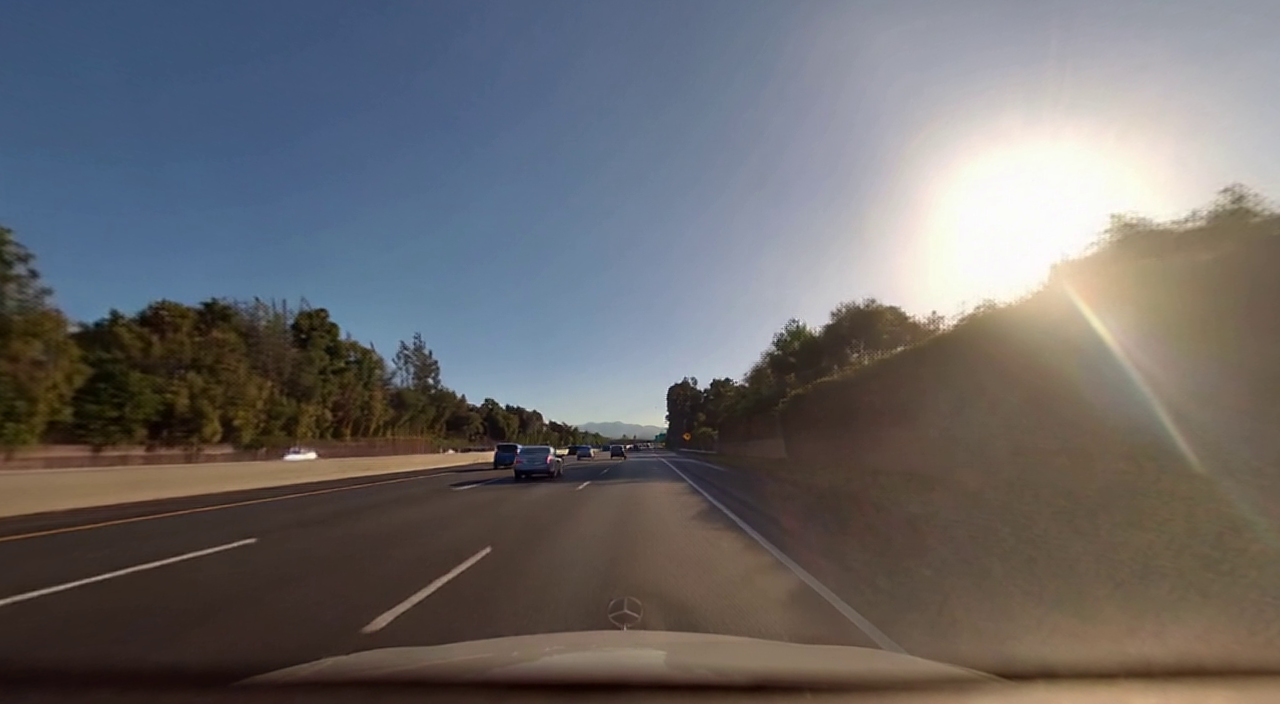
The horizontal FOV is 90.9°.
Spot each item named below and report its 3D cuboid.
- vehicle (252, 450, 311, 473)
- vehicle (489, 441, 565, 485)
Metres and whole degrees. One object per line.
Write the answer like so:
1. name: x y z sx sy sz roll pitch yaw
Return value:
1. vehicle: -24.191 7.373 42.695 1.838 1.403 3.672 0 -8 0
2. vehicle: -4.299 4.304 24.881 2.081 1.514 4.943 0 -8 0
